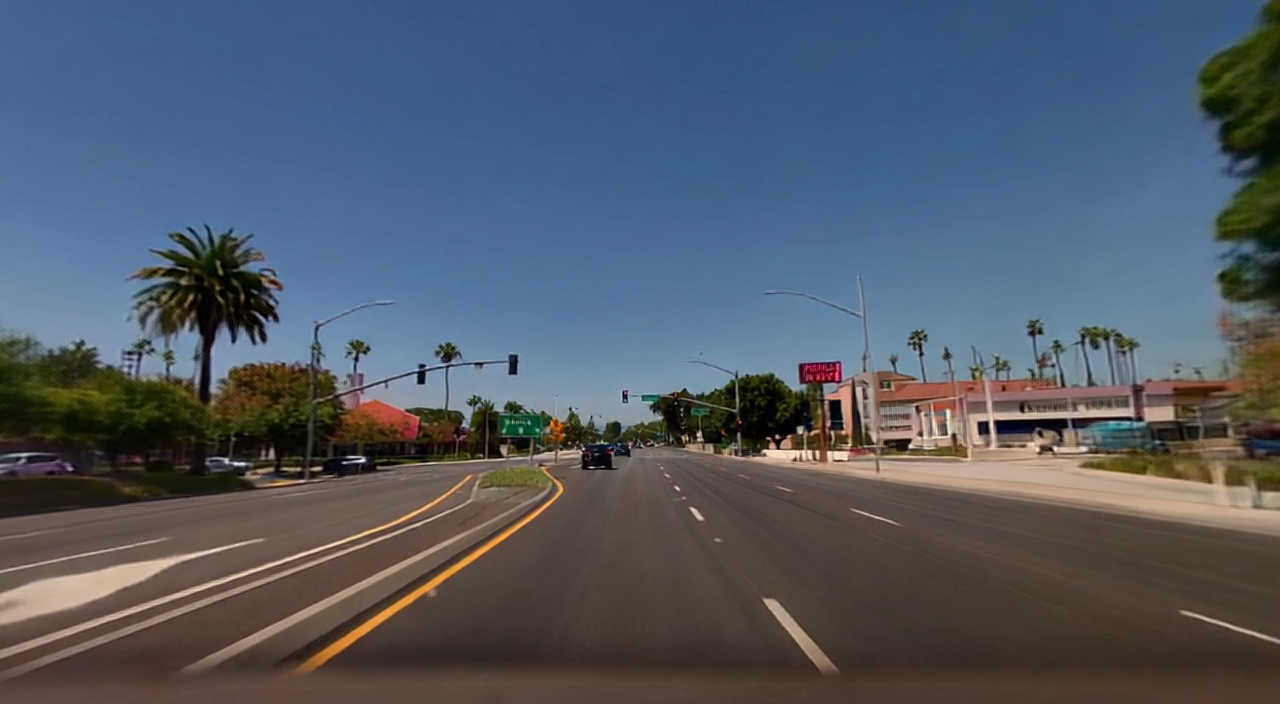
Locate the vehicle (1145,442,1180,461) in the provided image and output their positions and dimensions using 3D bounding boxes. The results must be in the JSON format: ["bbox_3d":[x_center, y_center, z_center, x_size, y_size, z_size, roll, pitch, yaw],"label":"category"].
[{"bbox_3d":[41.417,7.887,49.999,1.821,1.442,3.914,-8,-11,41],"label":"vehicle"}]

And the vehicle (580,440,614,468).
[{"bbox_3d":[-2.692,6.343,39.305,1.990,1.639,3.885,0,-9,-5],"label":"vehicle"}]
